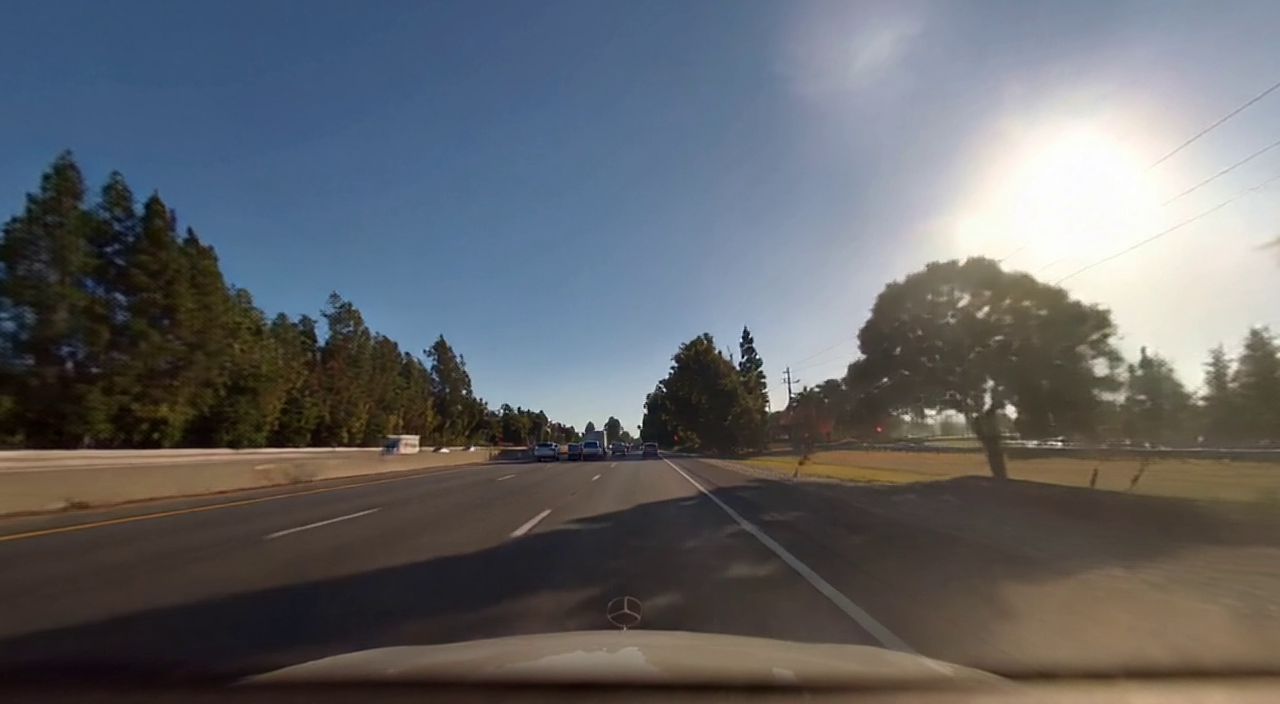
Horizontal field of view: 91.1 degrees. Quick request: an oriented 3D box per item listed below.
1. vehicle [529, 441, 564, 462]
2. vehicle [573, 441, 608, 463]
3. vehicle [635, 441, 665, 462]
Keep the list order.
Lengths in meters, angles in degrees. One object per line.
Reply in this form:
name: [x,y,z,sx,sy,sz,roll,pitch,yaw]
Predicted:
vehicle: [-7.007,7.501,47.427,1.936,1.497,4.251,0,-8,2]
vehicle: [-3.367,6.878,43.282,2.046,1.478,4.111,0,-8,1]
vehicle: [0.706,7.261,45.868,2.057,1.453,3.926,0,-8,0]
